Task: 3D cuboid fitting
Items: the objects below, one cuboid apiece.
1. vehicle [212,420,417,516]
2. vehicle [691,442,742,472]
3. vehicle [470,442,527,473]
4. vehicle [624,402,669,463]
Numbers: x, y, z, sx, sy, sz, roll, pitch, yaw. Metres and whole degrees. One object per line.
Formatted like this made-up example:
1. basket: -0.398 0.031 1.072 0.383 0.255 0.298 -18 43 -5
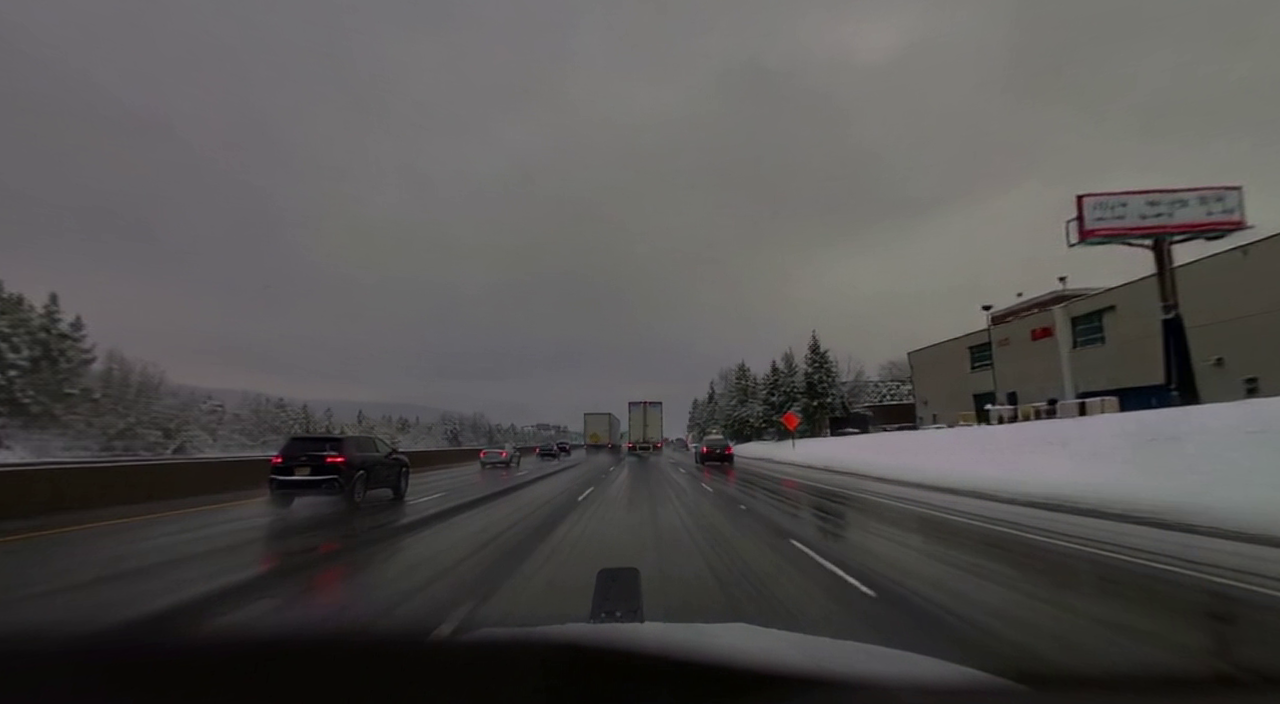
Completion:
1. vehicle: -6.817 2.483 13.941 2.122 1.754 4.379 0 -9 1
2. vehicle: 3.871 5.382 32.588 2.006 1.452 4.246 0 -9 -1
3. vehicle: -7.358 5.507 33.203 1.891 1.460 4.506 0 -9 1
4. vehicle: 0.382 6.188 47.709 2.969 4.104 10.906 0 -9 -1
